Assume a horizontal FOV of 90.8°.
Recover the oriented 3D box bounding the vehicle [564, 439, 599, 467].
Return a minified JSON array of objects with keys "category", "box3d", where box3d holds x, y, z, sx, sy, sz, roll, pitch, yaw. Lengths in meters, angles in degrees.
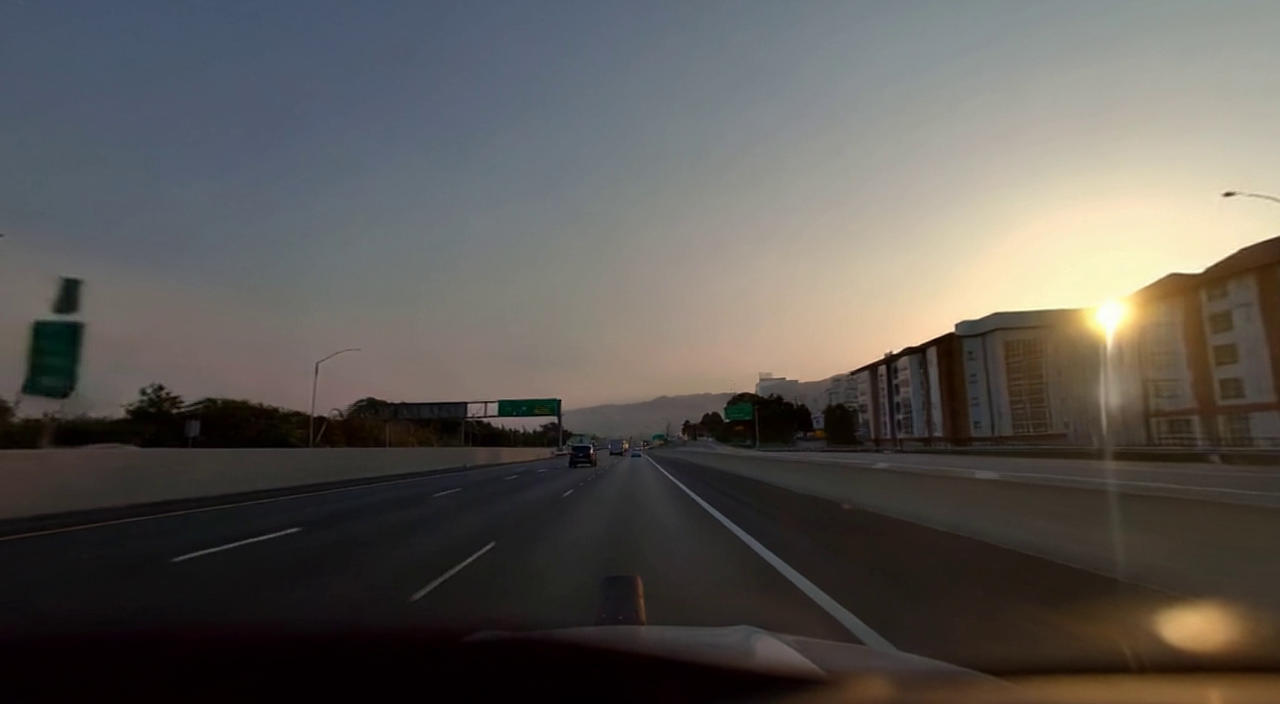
[{"category":"vehicle","box3d":[-3.966,6.897,43.200,2.047,1.786,4.217,0,-8,-1]}]
